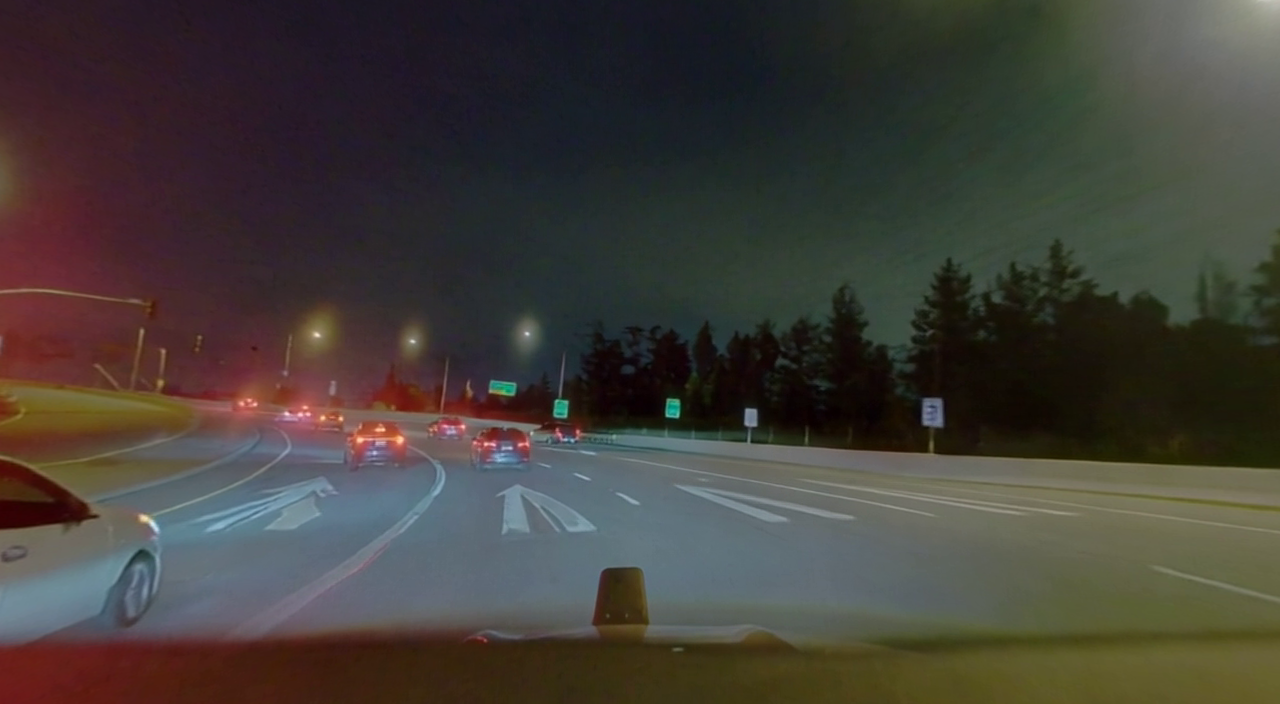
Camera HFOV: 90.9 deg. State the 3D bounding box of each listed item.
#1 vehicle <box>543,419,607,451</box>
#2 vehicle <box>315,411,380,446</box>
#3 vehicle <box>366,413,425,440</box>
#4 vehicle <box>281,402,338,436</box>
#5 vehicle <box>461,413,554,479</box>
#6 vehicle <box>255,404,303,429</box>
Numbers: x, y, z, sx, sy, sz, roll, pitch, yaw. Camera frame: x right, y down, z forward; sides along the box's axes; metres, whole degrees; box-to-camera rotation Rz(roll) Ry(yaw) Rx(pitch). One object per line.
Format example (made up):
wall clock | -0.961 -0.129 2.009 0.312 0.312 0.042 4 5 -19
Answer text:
vehicle | -4.040 5.136 38.671 2.079 1.807 4.682 5 -10 -31
vehicle | -13.970 3.696 29.959 2.033 1.501 4.623 6 -10 -33
vehicle | -14.604 4.510 37.546 1.832 1.473 4.364 7 -11 -40
vehicle | -19.327 3.966 36.758 2.076 1.747 4.285 7 -11 -38
vehicle | -4.110 2.828 19.030 2.140 1.724 4.304 3 -9 -19
vehicle | -24.153 4.345 42.169 1.763 1.486 4.459 8 -11 -41
